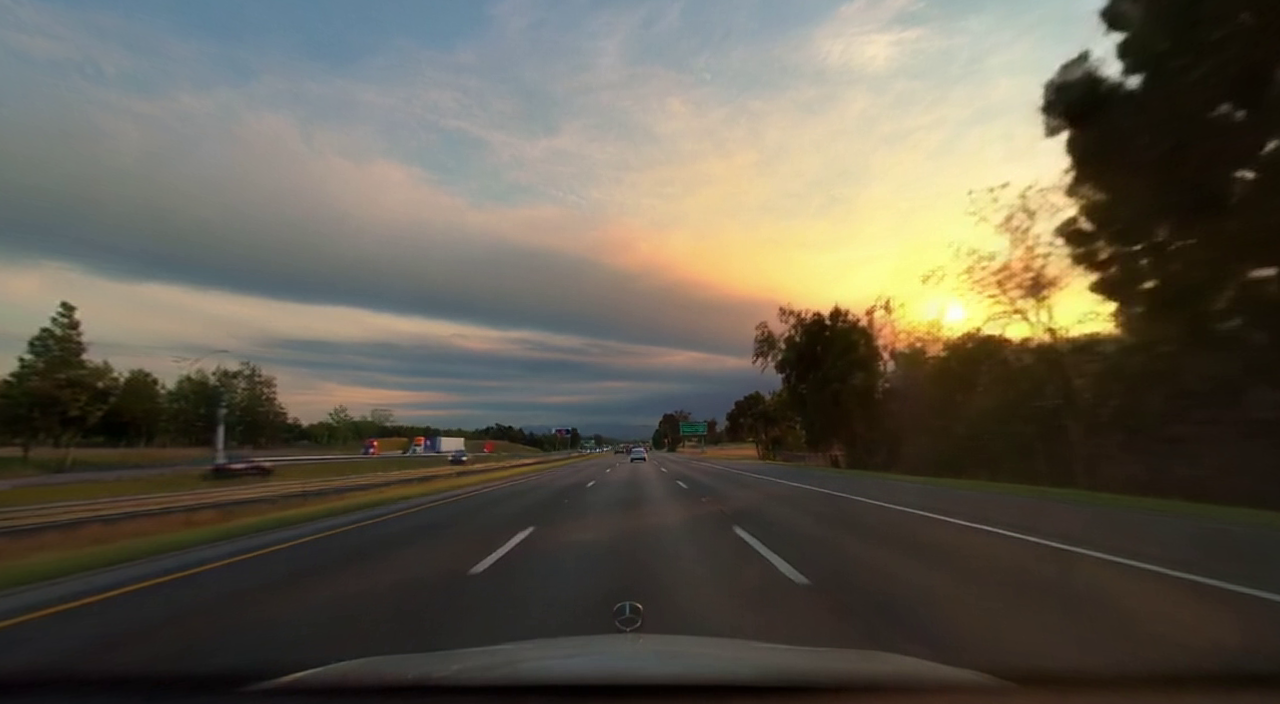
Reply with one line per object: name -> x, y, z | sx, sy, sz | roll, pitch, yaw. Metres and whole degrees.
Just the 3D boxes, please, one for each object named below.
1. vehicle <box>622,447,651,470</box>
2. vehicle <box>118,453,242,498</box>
vehicle -> -0.242, 7.400, 44.072 | 1.916, 1.494, 4.335 | 0, -9, 0
vehicle -> -19.604, 5.261, 27.184 | 1.849, 1.722, 4.597 | 0, -9, 0
